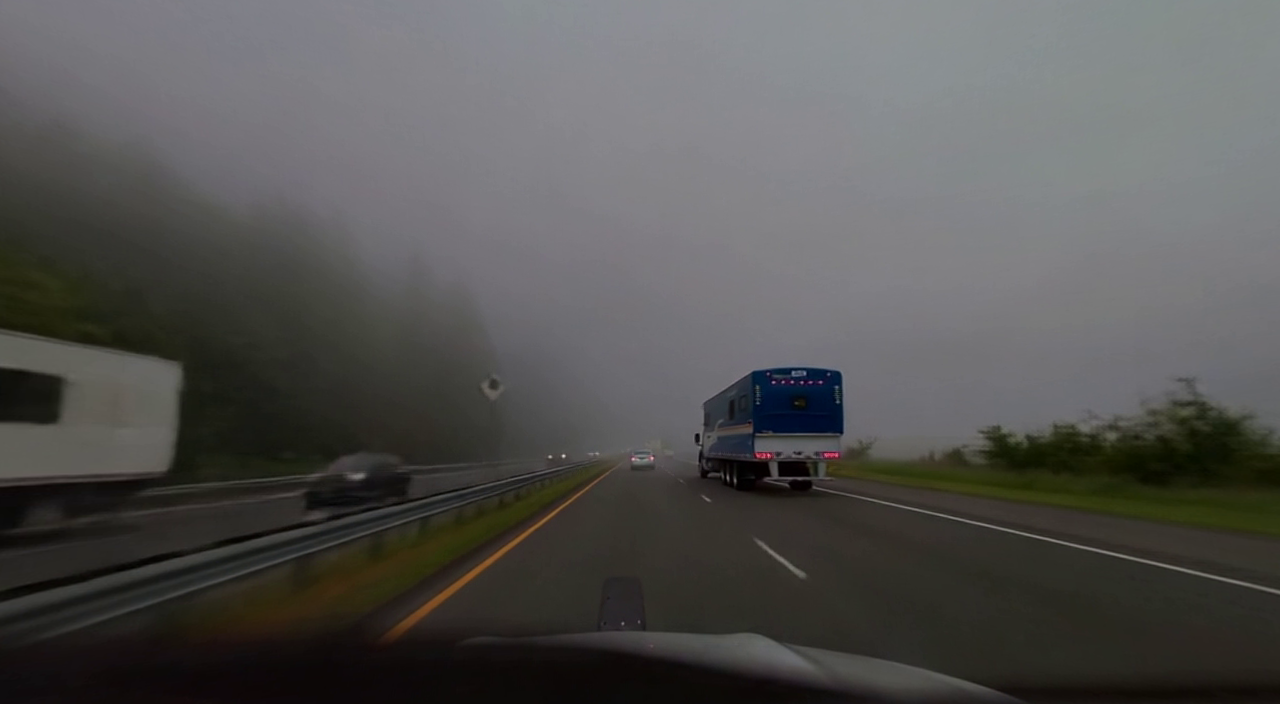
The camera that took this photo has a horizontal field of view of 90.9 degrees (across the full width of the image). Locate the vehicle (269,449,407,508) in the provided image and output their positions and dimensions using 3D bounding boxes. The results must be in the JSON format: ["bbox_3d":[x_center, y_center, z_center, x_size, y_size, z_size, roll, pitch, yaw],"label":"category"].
[{"bbox_3d":[-8.714,3.659,18.677,2.044,1.537,4.159,0,-9,0],"label":"vehicle"}]

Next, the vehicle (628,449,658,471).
[{"bbox_3d":[0.209,7.223,42.386,1.926,1.386,3.615,0,-9,0],"label":"vehicle"}]

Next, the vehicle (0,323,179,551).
[{"bbox_3d":[-13.103,1.101,8.561,3.130,4.067,13.915,0,-9,0],"label":"vehicle"}]

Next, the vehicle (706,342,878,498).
[{"bbox_3d":[4.747,2.866,23.817,2.939,4.129,14.300,0,-9,0],"label":"vehicle"}]
